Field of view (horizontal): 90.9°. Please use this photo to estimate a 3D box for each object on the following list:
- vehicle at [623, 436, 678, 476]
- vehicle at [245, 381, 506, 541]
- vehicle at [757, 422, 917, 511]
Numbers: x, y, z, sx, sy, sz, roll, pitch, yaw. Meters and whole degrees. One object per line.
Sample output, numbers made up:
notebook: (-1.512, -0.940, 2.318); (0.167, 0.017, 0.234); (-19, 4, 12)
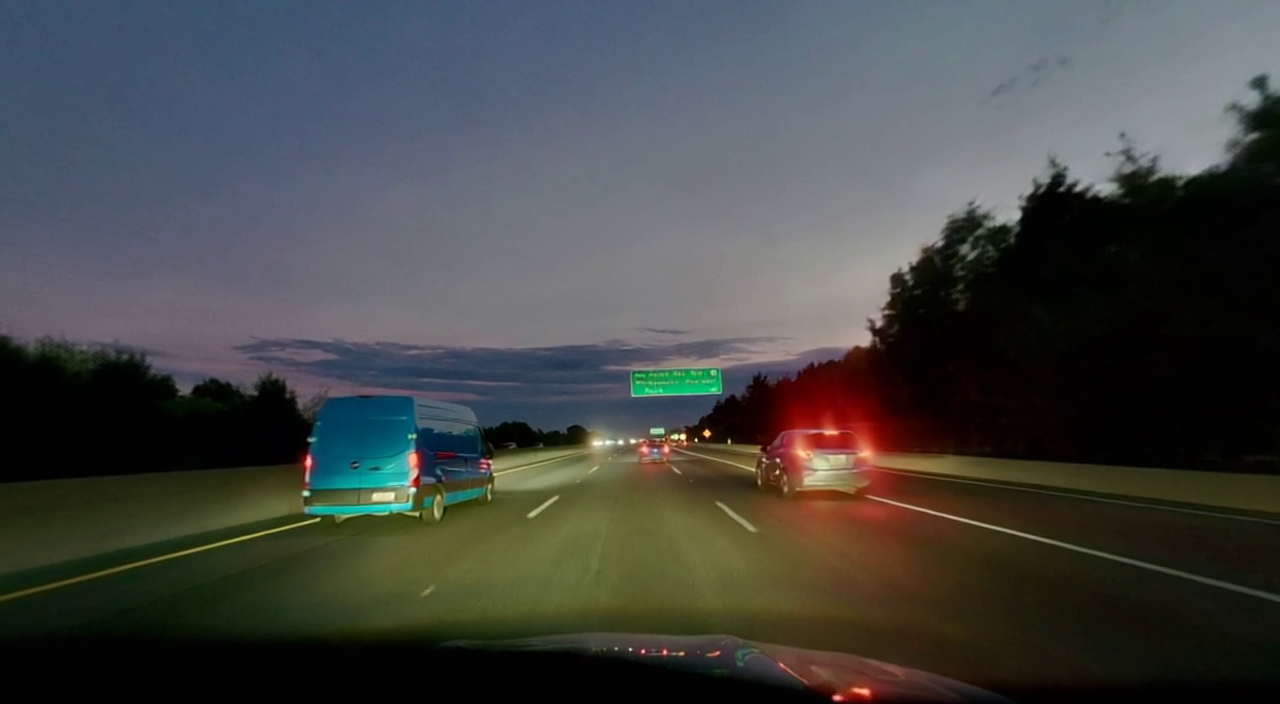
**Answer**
vehicle: (0.385, 4.130, 25.348); (2.020, 1.464, 3.803); (0, -8, 0)
vehicle: (-3.966, 1.745, 10.758); (2.275, 2.053, 5.082); (0, -8, -1)
vehicle: (4.085, 2.426, 14.015); (1.996, 1.638, 4.496); (0, -8, -1)
